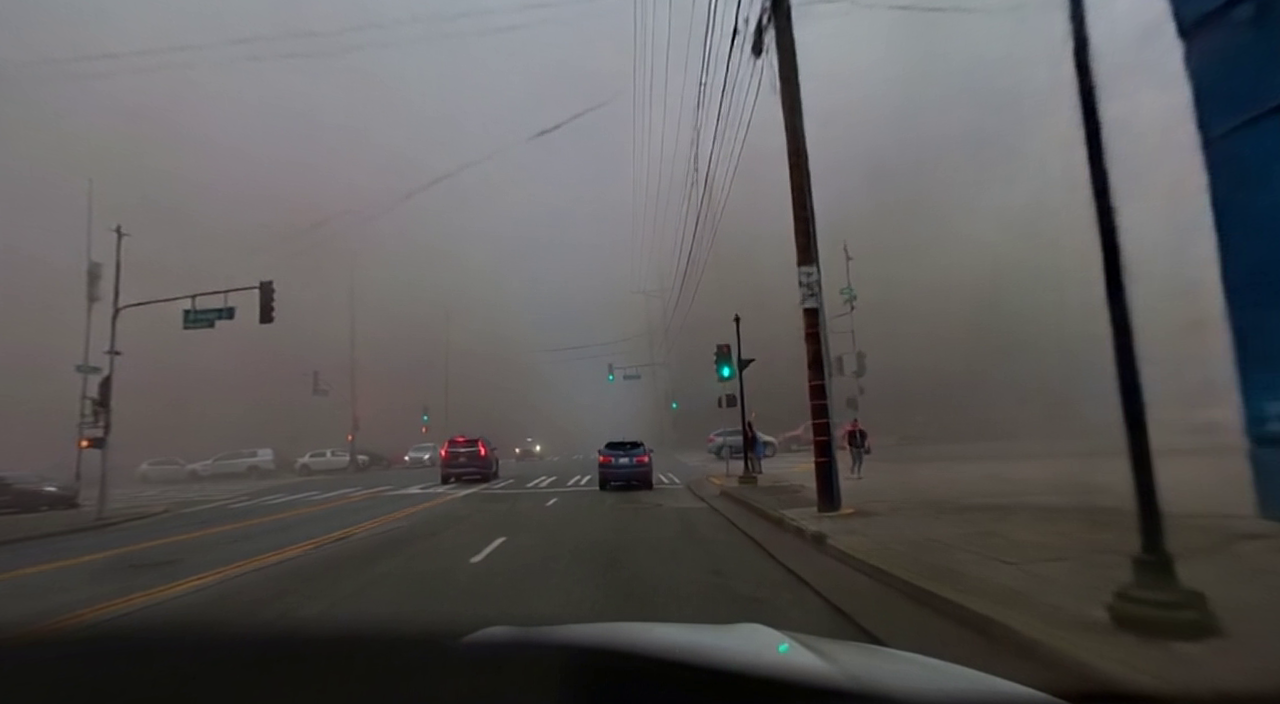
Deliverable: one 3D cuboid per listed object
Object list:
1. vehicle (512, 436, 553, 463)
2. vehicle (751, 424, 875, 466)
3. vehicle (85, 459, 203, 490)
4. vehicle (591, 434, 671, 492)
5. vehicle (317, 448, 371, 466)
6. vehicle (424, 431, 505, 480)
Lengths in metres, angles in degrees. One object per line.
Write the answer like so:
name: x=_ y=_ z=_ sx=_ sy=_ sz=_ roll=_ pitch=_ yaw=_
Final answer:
vehicle: x=-6.147 y=5.557 z=36.125 sx=2.097 sy=1.457 sz=4.439 roll=1 pitch=-8 yaw=-10
vehicle: x=7.438 y=4.010 z=27.387 sx=4.714 sy=1.686 sz=1.973 roll=1 pitch=-8 yaw=-9
vehicle: x=-26.116 y=6.440 z=33.360 sx=4.479 sy=1.484 sz=2.036 roll=0 pitch=-8 yaw=0
vehicle: x=-0.157 y=3.181 z=18.554 sx=2.059 sy=1.497 sz=4.260 roll=0 pitch=-8 yaw=2
vehicle: x=-23.179 y=8.203 z=49.506 sx=3.360 sy=1.392 sz=1.674 roll=0 pitch=-8 yaw=0
vehicle: x=-6.709 y=3.989 z=24.664 sx=2.063 sy=1.751 sz=4.229 roll=0 pitch=-8 yaw=-2
